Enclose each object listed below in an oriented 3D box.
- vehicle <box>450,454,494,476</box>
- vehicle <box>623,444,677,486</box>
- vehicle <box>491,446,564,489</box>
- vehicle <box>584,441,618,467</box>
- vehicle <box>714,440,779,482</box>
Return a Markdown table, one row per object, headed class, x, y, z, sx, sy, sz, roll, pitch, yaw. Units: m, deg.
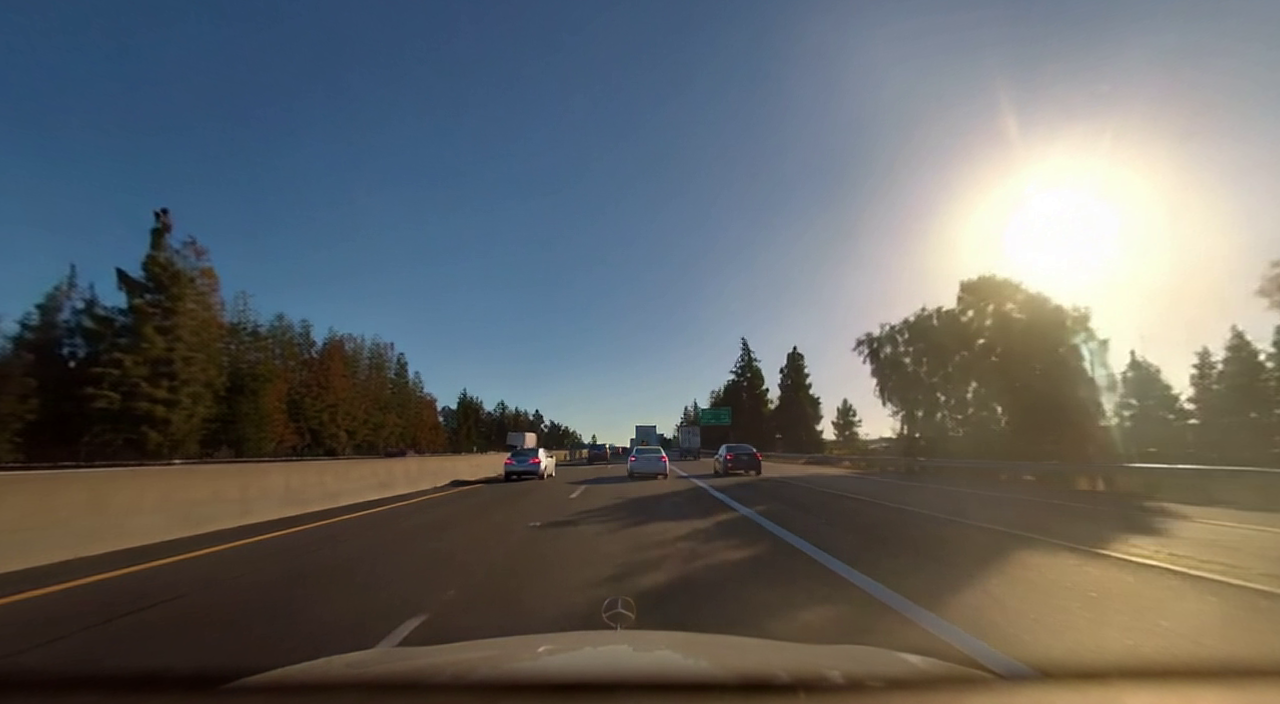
| class | x | y | z | sx | sy | sz | roll | pitch | yaw |
| --- | --- | --- | --- | --- | --- | --- | --- | --- | --- |
| vehicle | -12.452 | 8.360 | 46.725 | 1.923 | 1.488 | 4.501 | 0 | -9 | 1 |
| vehicle | 0.367 | 4.543 | 25.456 | 2.015 | 1.526 | 4.286 | 0 | -9 | 0 |
| vehicle | -4.223 | 4.420 | 24.275 | 1.967 | 1.473 | 4.439 | 0 | -9 | 1 |
| vehicle | -2.996 | 8.018 | 49.330 | 2.230 | 1.973 | 4.403 | -1 | -9 | 2 |
| vehicle | 4.477 | 4.666 | 27.016 | 2.018 | 1.639 | 4.149 | 0 | -9 | -1 |
